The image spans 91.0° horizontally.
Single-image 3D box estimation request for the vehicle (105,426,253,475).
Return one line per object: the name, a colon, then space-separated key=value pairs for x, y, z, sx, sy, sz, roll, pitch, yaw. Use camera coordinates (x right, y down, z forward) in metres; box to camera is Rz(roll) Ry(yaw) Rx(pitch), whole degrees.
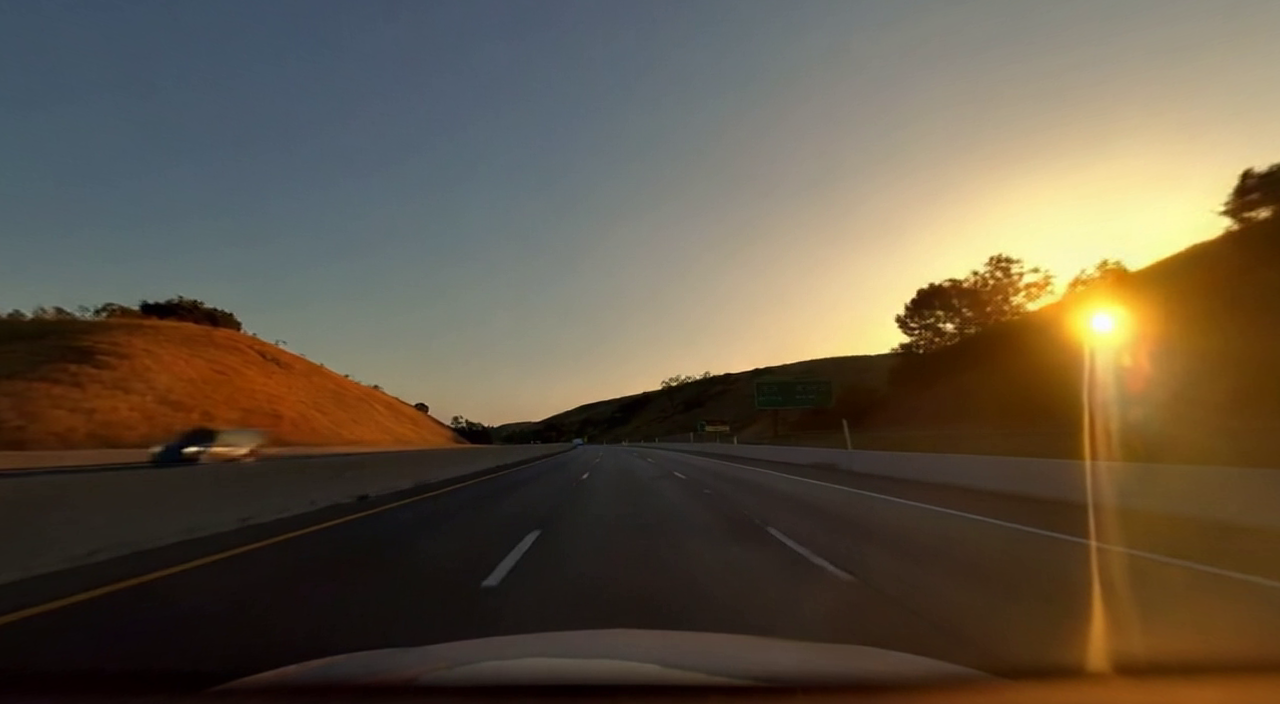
vehicle: x=-15.833 y=3.415 z=21.990 sx=1.851 sy=1.505 sz=4.541 roll=0 pitch=-8 yaw=-2
